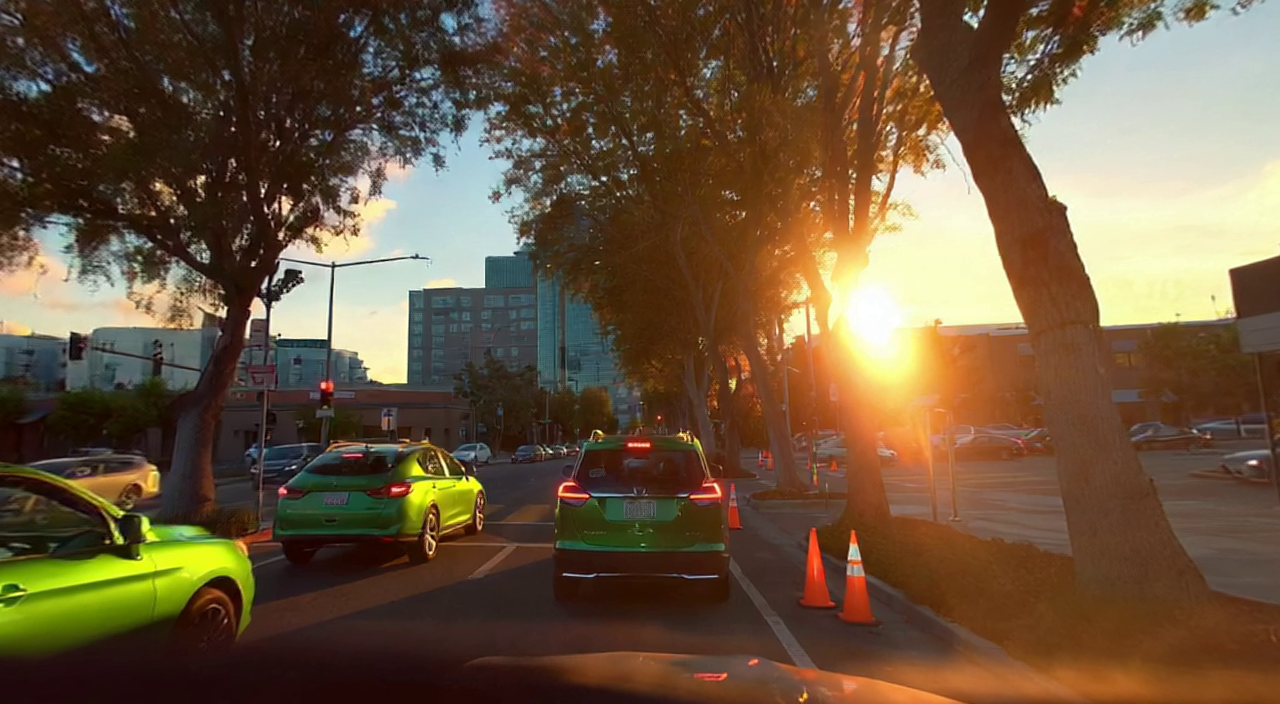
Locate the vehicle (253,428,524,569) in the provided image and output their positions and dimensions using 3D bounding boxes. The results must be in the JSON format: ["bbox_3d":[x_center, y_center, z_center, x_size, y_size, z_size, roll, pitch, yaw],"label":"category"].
[{"bbox_3d":[-3.272,1.998,9.450,1.989,1.541,4.626,0,-9,2],"label":"vehicle"}]

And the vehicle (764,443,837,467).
[{"bbox_3d":[10.606,6.833,41.903,4.579,1.480,1.819,-1,-9,12],"label":"vehicle"}]

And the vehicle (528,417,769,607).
[{"bbox_3d":[0.110,1.628,7.214,2.021,1.560,3.676,0,-9,1],"label":"vehicle"}]

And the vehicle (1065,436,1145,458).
[{"bbox_3d":[36.885,7.530,49.969,4.791,1.635,1.857,0,-9,1],"label":"vehicle"}]

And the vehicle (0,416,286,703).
[{"bbox_3d":[-3.600,0.947,2.145,1.964,1.497,4.722,0,-9,1],"label":"vehicle"}]
